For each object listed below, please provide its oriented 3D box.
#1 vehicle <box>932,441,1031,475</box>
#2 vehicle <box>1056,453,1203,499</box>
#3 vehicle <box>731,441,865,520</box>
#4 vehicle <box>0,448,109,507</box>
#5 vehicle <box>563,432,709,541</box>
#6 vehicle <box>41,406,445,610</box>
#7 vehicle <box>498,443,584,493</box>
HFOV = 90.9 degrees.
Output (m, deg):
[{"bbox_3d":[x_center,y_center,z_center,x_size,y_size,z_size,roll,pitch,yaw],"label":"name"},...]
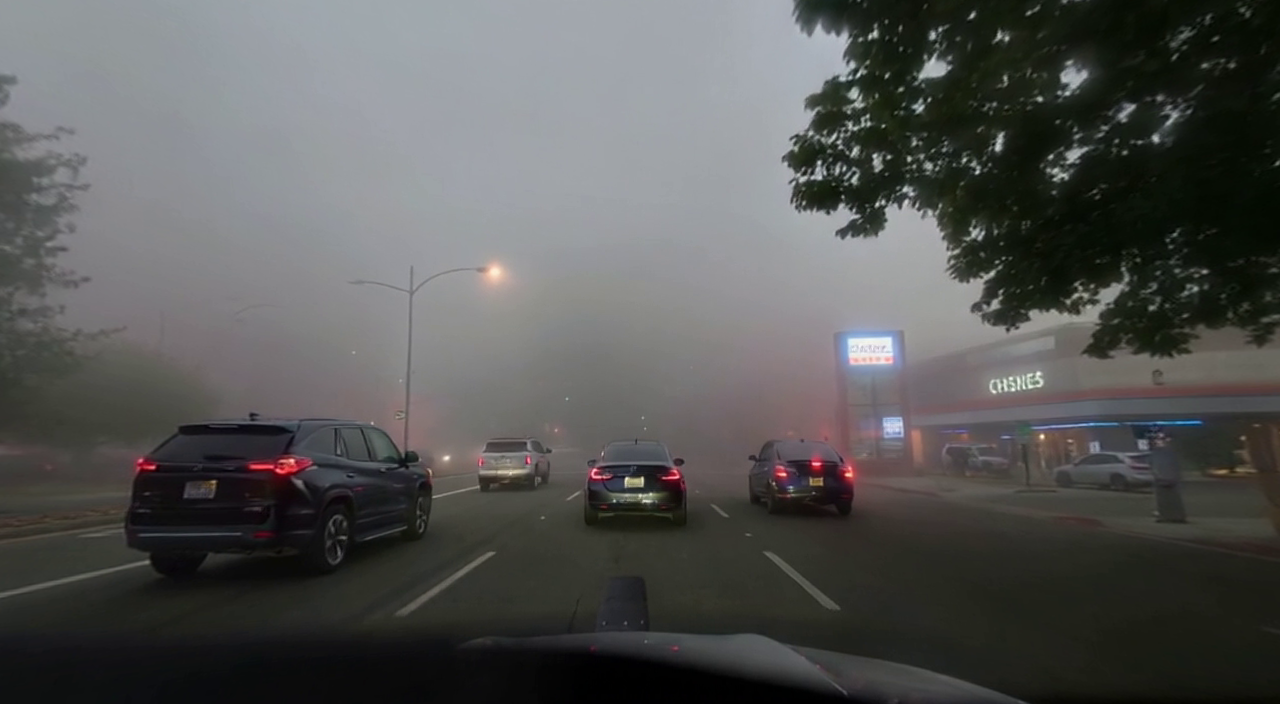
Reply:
[{"bbox_3d":[18.007,5.577,33.402,1.907,1.669,4.147,5,-9,-28],"label":"vehicle"},{"bbox_3d":[17.392,4.374,22.750,1.860,1.408,4.631,-1,-8,4],"label":"vehicle"},{"bbox_3d":[3.354,2.791,14.302,1.979,1.485,4.207,0,-8,0],"label":"vehicle"},{"bbox_3d":[-19.160,3.765,19.175,1.920,1.623,4.607,0,-8,1],"label":"vehicle"},{"bbox_3d":[-0.064,2.265,11.276,2.121,1.563,4.031,0,-8,0],"label":"vehicle"},{"bbox_3d":[-3.940,1.590,7.308,1.983,1.685,3.997,0,-8,1],"label":"vehicle"},{"bbox_3d":[-3.208,3.870,21.422,2.126,1.490,4.265,0,-8,2],"label":"vehicle"}]
